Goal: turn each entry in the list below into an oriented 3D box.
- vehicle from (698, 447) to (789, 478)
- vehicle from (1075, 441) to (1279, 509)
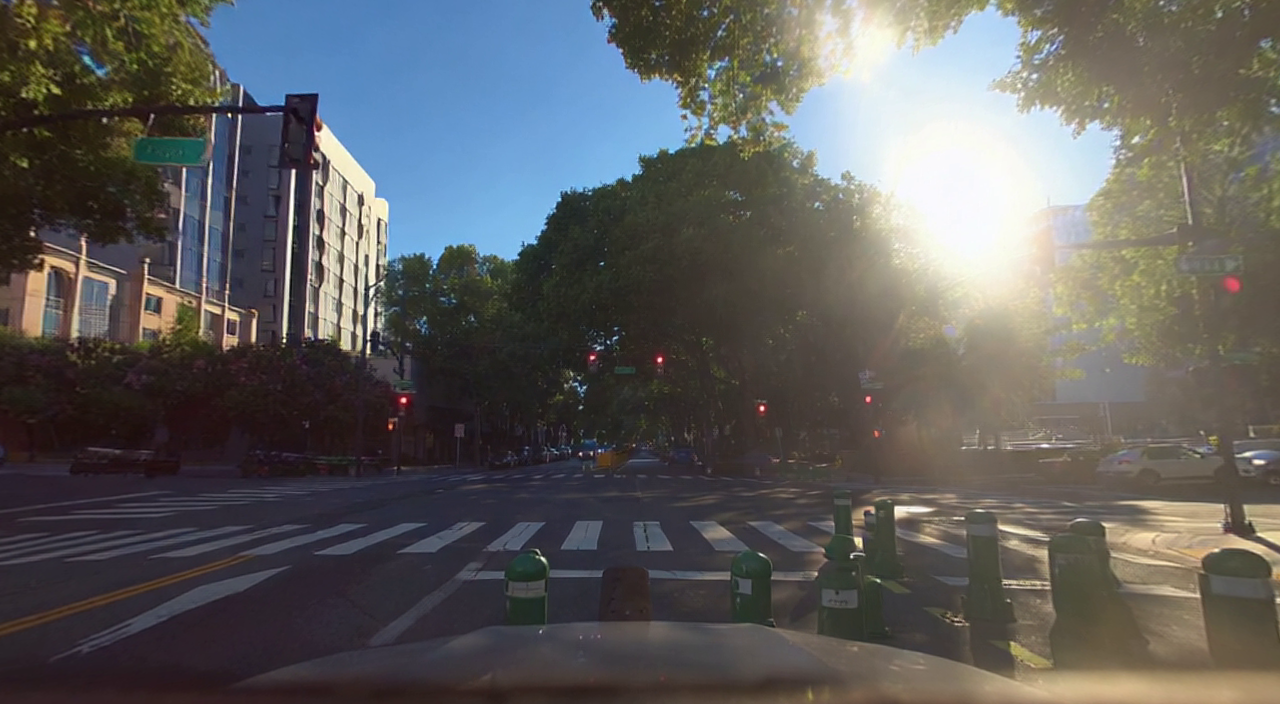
[{"bbox_3d":[5.495,5.896,33.768,4.368,1.522,1.972,-7,-11,36],"label":"vehicle"},{"bbox_3d":[12.989,2.790,14.558,4.424,1.436,1.804,0,-8,5],"label":"vehicle"}]
